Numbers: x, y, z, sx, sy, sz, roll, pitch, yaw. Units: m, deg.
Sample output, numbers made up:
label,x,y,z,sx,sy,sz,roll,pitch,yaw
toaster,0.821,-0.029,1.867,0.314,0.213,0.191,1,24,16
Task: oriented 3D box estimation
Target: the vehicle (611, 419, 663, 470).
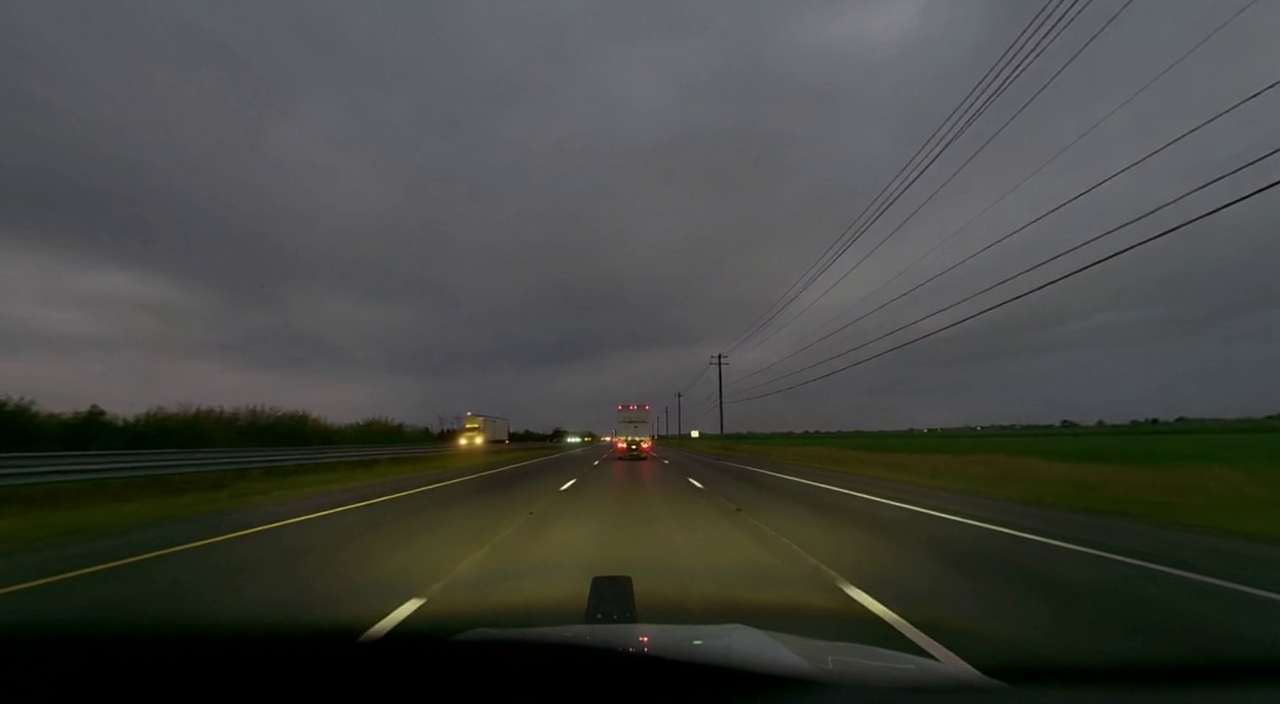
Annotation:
label,x,y,z,sx,sy,sz,roll,pitch,yaw
vehicle,-0.210,4.268,29.128,2.240,2.129,4.480,0,-8,-2
